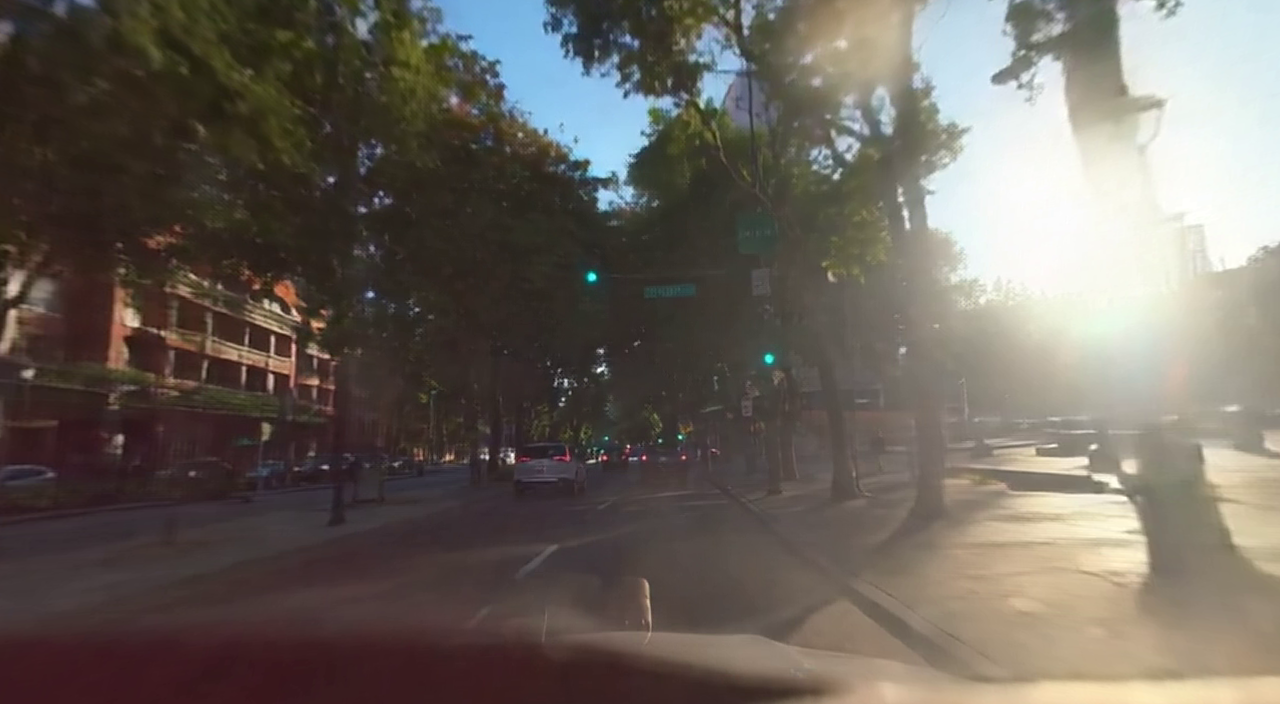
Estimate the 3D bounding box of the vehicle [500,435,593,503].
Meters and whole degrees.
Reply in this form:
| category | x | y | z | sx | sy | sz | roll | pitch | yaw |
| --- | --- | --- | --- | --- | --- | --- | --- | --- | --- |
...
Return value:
| category | x | y | z | sx | sy | sz | roll | pitch | yaw |
| --- | --- | --- | --- | --- | --- | --- | --- | --- | --- |
| vehicle | -2.565 | 3.308 | 18.270 | 1.940 | 1.722 | 3.823 | -1 | -8 | 3 |

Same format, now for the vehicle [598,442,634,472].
| category | x | y | z | sx | sy | sz | roll | pitch | yaw |
| --- | --- | --- | --- | --- | --- | --- | --- | --- | --- |
| vehicle | -1.497 | 6.882 | 41.465 | 2.220 | 1.847 | 4.587 | 0 | -8 | 0 |

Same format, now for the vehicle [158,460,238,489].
| category | x | y | z | sx | sy | sz | roll | pitch | yaw |
| --- | --- | --- | --- | --- | --- | --- | --- | --- | --- |
| vehicle | -28.713 | 7.929 | 41.151 | 1.898 | 1.641 | 4.644 | 0 | -8 | -1 |

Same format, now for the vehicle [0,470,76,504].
| category | x | y | z | sx | sy | sz | roll | pitch | yaw |
| --- | --- | --- | --- | --- | --- | --- | --- | --- | --- |
| vehicle | -31.948 | 6.893 | 32.440 | 1.768 | 1.436 | 4.515 | 0 | -8 | -3 |

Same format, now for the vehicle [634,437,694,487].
| category | x | y | z | sx | sy | sz | roll | pitch | yaw |
| --- | --- | --- | --- | --- | --- | --- | --- | --- | --- |
| vehicle | 0.876 | 4.178 | 24.234 | 2.120 | 1.758 | 3.917 | 0 | -8 | 1 |
